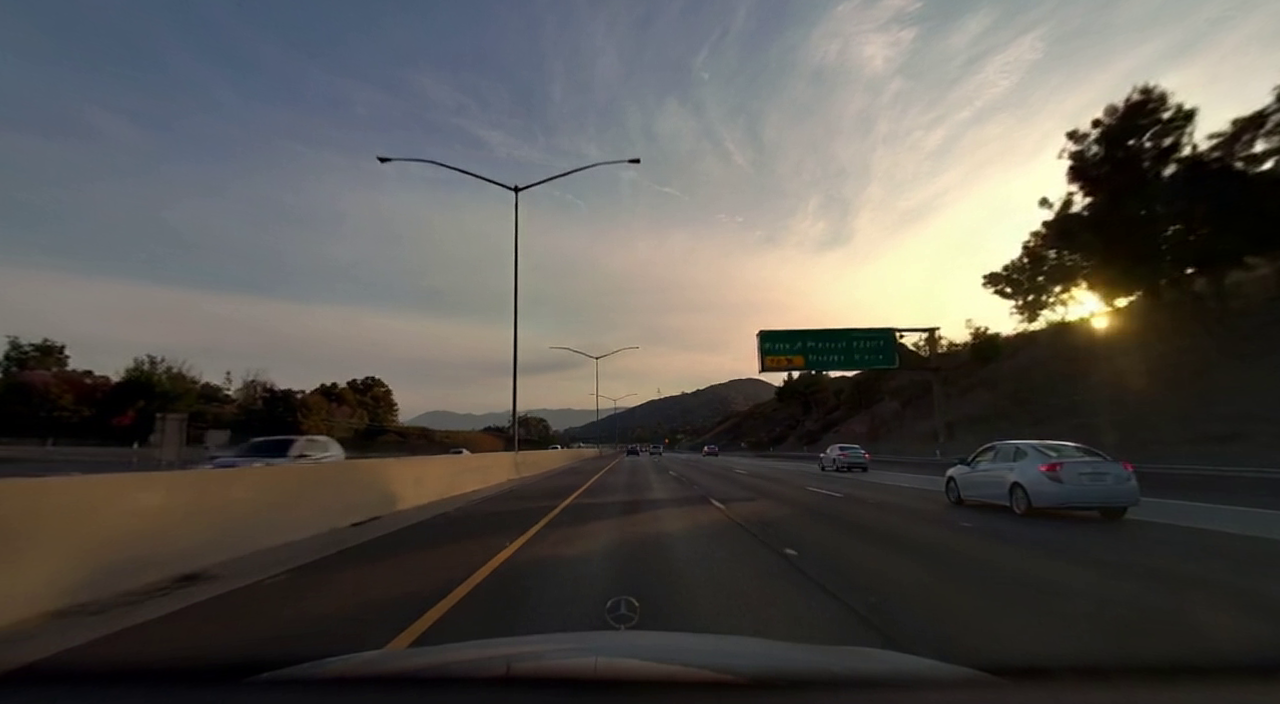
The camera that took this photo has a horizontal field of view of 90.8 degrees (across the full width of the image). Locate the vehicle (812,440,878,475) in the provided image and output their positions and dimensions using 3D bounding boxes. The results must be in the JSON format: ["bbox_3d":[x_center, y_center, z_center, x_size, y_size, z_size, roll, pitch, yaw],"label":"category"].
[{"bbox_3d":[10.907,5.604,33.954,2.068,1.680,4.361,-1,-8,0],"label":"vehicle"}]

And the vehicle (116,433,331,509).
[{"bbox_3d":[-9.672,2.780,15.289,2.073,1.518,4.635,0,-8,0],"label":"vehicle"}]

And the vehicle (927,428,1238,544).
[{"bbox_3d":[7.109,2.171,10.992,1.901,1.548,4.684,0,-8,-2],"label":"vehicle"}]
